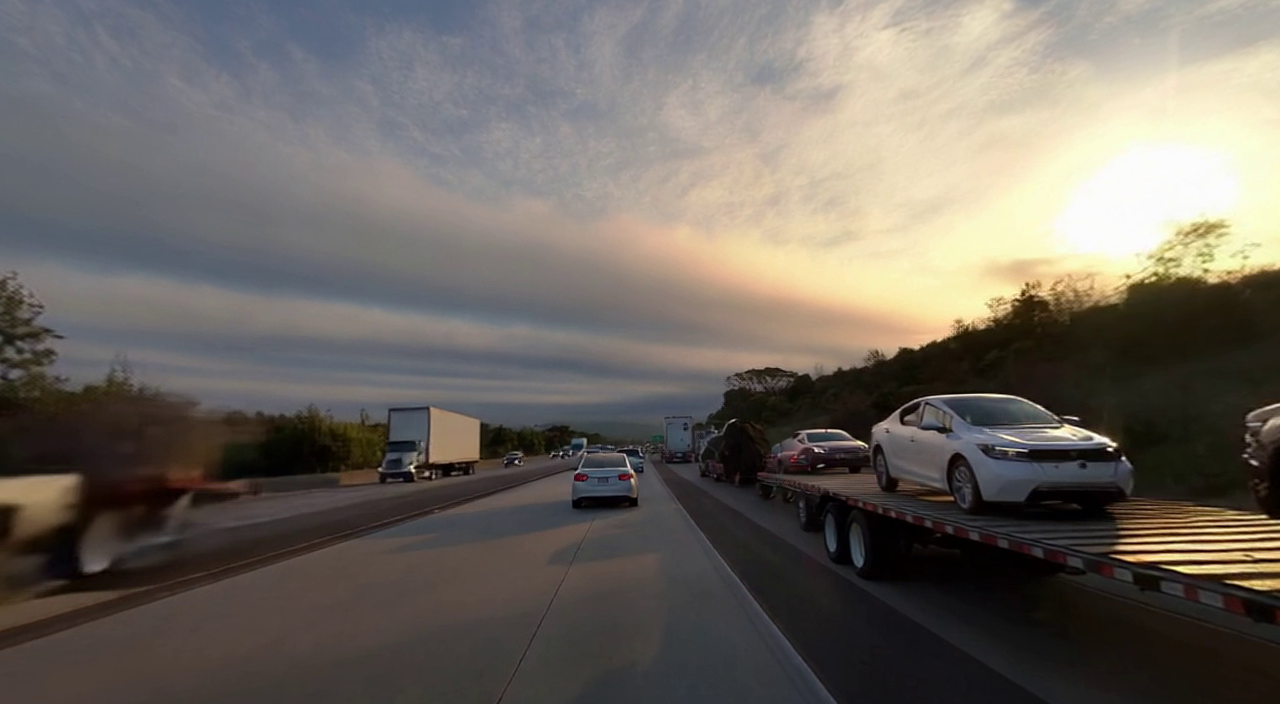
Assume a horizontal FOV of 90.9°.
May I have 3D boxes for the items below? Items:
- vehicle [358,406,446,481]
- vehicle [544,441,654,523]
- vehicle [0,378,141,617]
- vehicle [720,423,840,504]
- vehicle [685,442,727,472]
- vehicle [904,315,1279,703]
[{"bbox_3d":[-15.343,5.983,41.234,3.230,4.500,5.937,0,-9,1],"label":"vehicle"},{"bbox_3d":[-0.719,2.648,13.315,1.991,1.466,3.675,0,-9,1],"label":"vehicle"},{"bbox_3d":[-8.322,1.456,5.938,2.385,2.627,5.771,0,-9,0],"label":"vehicle"},{"bbox_3d":[3.538,2.941,16.841,2.303,1.889,3.920,0,-9,0],"label":"vehicle"},{"bbox_3d":[3.819,6.124,36.902,1.938,1.660,4.223,0,-9,-1],"label":"vehicle"},{"bbox_3d":[3.485,0.939,3.634,1.959,1.783,4.407,0,-9,0],"label":"vehicle"}]
